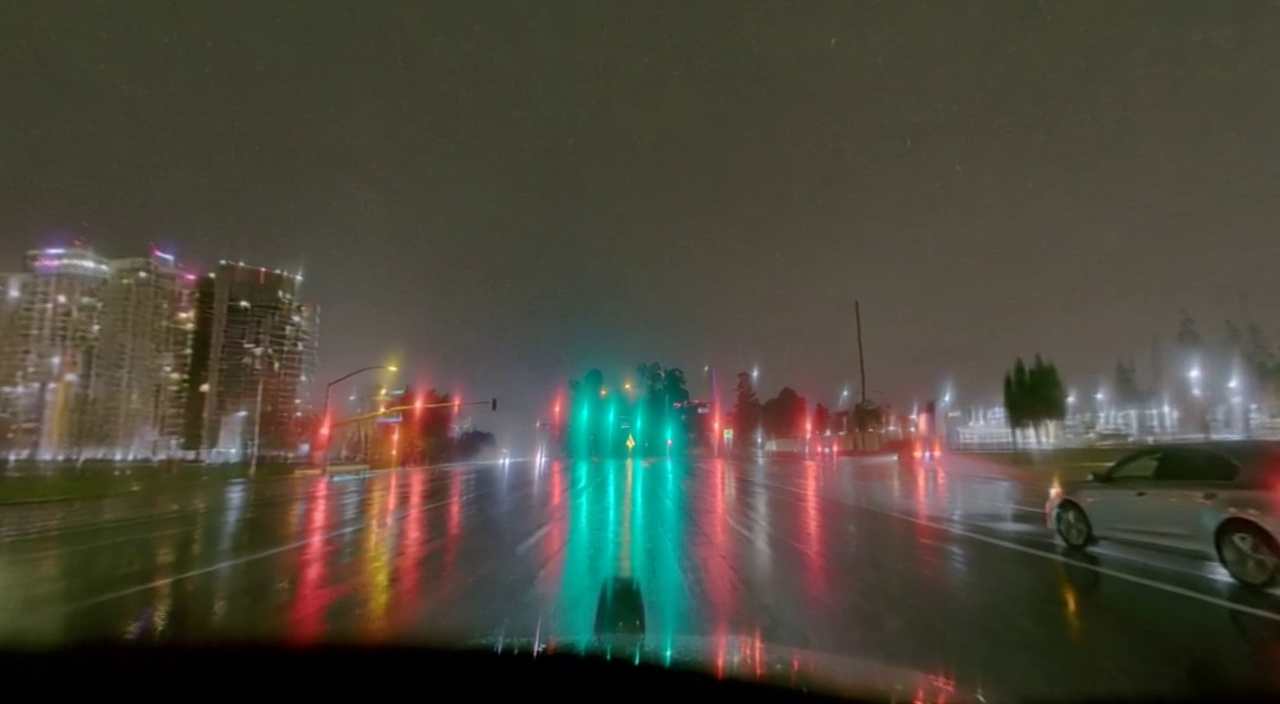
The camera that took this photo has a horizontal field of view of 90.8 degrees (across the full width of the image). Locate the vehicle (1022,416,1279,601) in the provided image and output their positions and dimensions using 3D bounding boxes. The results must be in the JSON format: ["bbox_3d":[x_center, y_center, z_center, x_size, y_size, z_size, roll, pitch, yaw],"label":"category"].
[{"bbox_3d":[6.236,1.429,6.194,2.070,1.491,4.575,0,-9,-1],"label":"vehicle"}]
